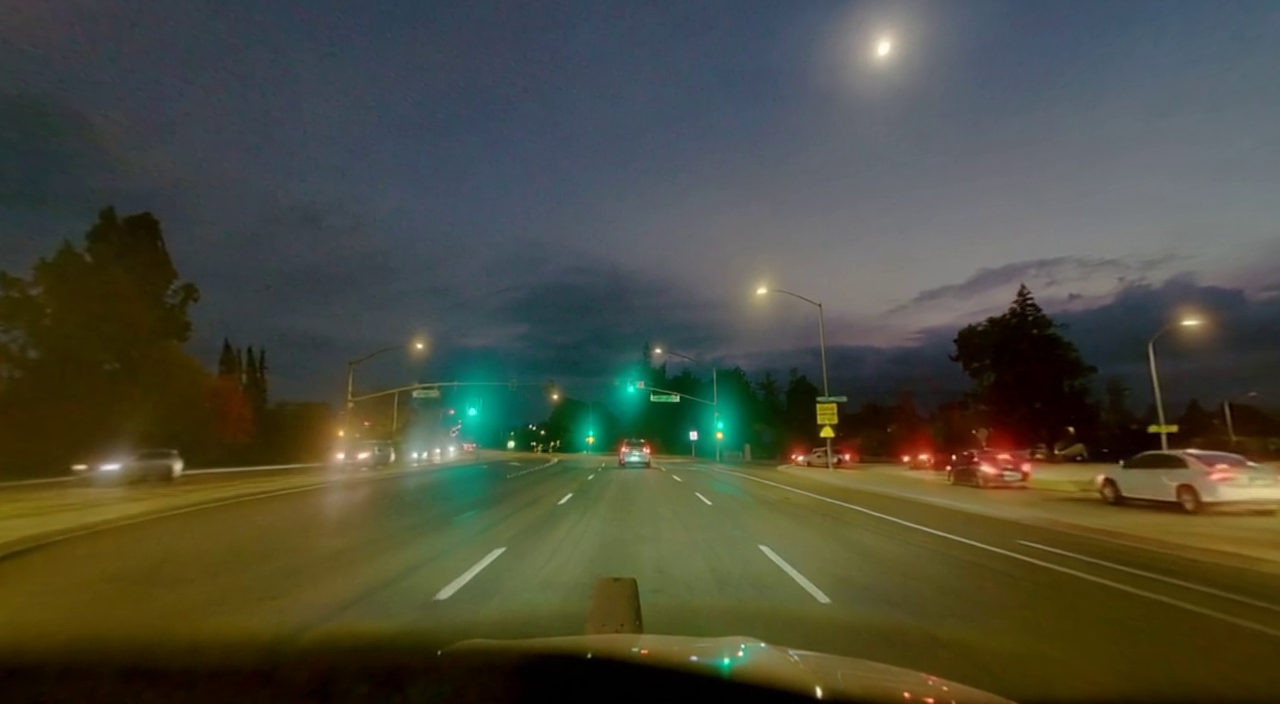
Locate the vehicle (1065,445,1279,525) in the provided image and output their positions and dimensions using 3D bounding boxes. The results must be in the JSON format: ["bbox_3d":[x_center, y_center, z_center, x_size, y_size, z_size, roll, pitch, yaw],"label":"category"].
[{"bbox_3d":[12.467,2.884,14.410,2.128,1.467,4.987,0,-9,1],"label":"vehicle"}]

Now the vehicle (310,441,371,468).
[{"bbox_3d":[-19.649,6.752,41.663,1.913,1.693,4.345,0,-9,0],"label":"vehicle"}]

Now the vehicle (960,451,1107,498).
[{"bbox_3d":[12.660,3.932,20.747,1.903,1.330,4.470,0,-9,-1],"label":"vehicle"}]

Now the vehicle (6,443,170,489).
[{"bbox_3d":[-19.393,4.003,22.519,1.918,1.472,4.360,0,-9,0],"label":"vehicle"}]
